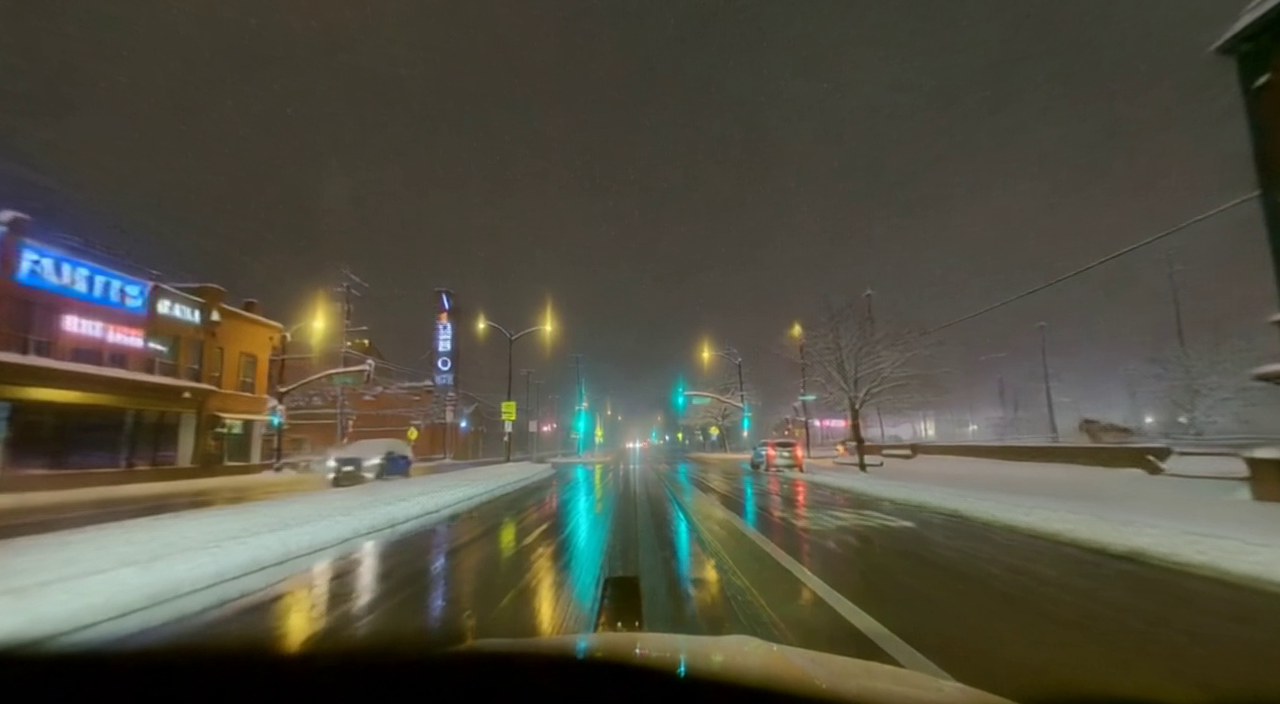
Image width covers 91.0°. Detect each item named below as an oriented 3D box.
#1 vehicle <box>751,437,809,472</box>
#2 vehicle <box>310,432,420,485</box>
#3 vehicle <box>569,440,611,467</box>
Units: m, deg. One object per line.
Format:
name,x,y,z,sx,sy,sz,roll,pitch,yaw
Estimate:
vehicle,7.255,5.343,33.026,1.950,1.686,4.509,0,-8,-1
vehicle,-10.318,4.022,24.061,2.155,1.830,4.564,0,-8,-1
vehicle,-2.834,5.886,36.588,2.078,1.471,4.217,0,-8,0
